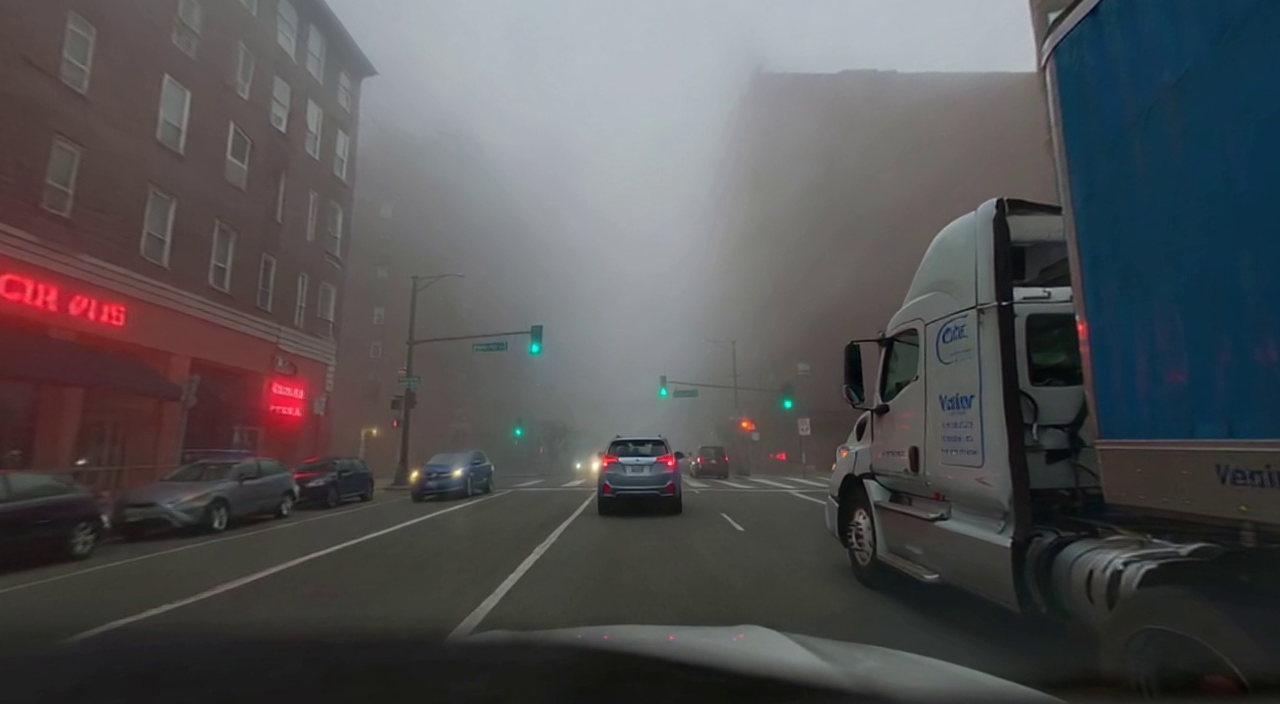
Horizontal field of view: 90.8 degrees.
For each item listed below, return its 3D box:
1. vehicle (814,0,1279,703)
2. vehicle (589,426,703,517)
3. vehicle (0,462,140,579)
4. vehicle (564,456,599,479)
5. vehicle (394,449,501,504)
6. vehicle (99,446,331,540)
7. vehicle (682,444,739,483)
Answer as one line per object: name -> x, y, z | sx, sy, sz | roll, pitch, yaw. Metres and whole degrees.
vehicle -> 3.298, -0.217, 1.410 | 2.913, 3.771, 9.716 | 0, -8, -1
vehicle -> 0.178, 2.735, 14.994 | 2.283, 1.783, 4.548 | 0, -8, 1
vehicle -> -8.817, 2.122, 7.841 | 1.805, 1.379, 4.359 | 0, -8, -3
vehicle -> -4.115, 8.213, 45.180 | 2.152, 1.459, 4.484 | 0, -8, 0
vehicle -> -5.912, 3.853, 20.051 | 1.947, 1.462, 4.640 | 0, -8, 0
vehicle -> -8.965, 2.943, 13.954 | 2.084, 1.686, 4.422 | 0, -8, -1
vehicle -> 3.251, 5.248, 30.138 | 2.159, 1.696, 4.316 | 0, -8, -1
